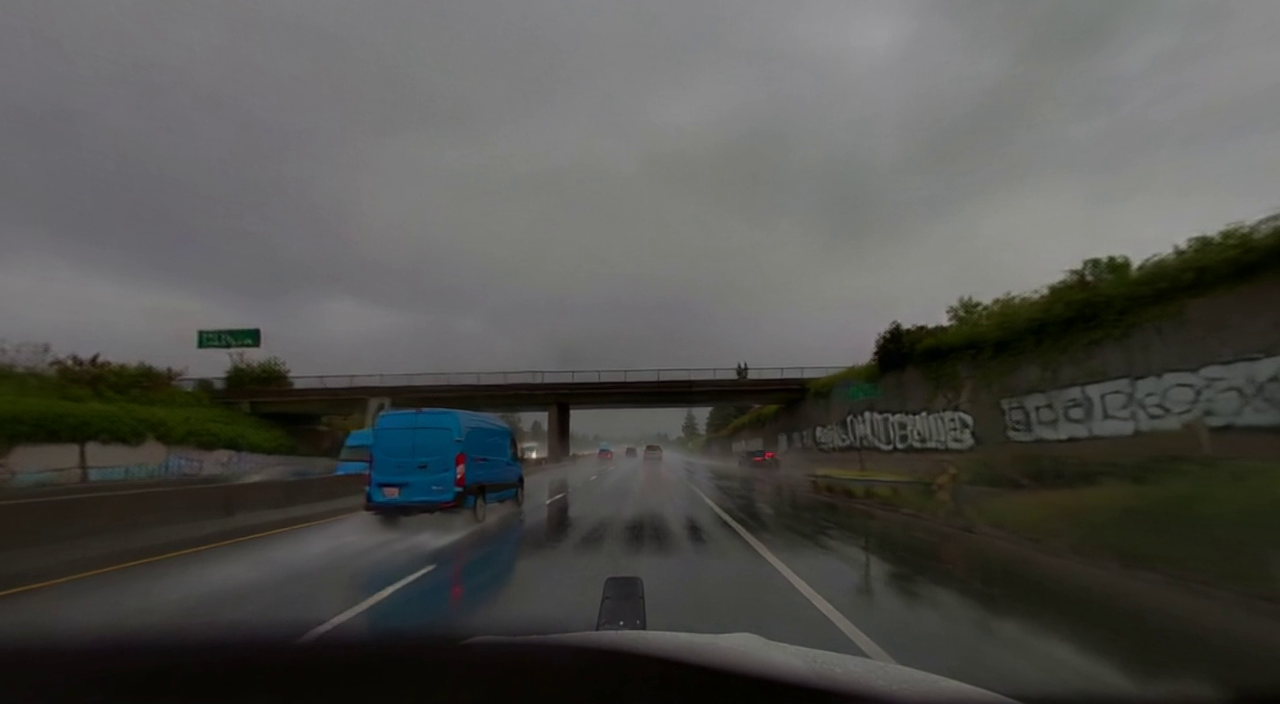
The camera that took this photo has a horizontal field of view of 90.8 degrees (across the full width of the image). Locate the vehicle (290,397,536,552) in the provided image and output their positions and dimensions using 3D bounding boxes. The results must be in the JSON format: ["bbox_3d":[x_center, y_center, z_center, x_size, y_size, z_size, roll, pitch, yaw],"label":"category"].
[{"bbox_3d":[-3.425,1.996,10.940,2.310,2.030,5.094,0,-9,1],"label":"vehicle"}]

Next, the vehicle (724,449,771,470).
[{"bbox_3d":[8.056,8.068,47.526,1.972,1.492,4.623,1,-9,-11],"label":"vehicle"}]

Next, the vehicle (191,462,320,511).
[{"bbox_3d":[-13.105,4.579,21.826,1.895,1.421,3.964,0,-9,1],"label":"vehicle"}]
